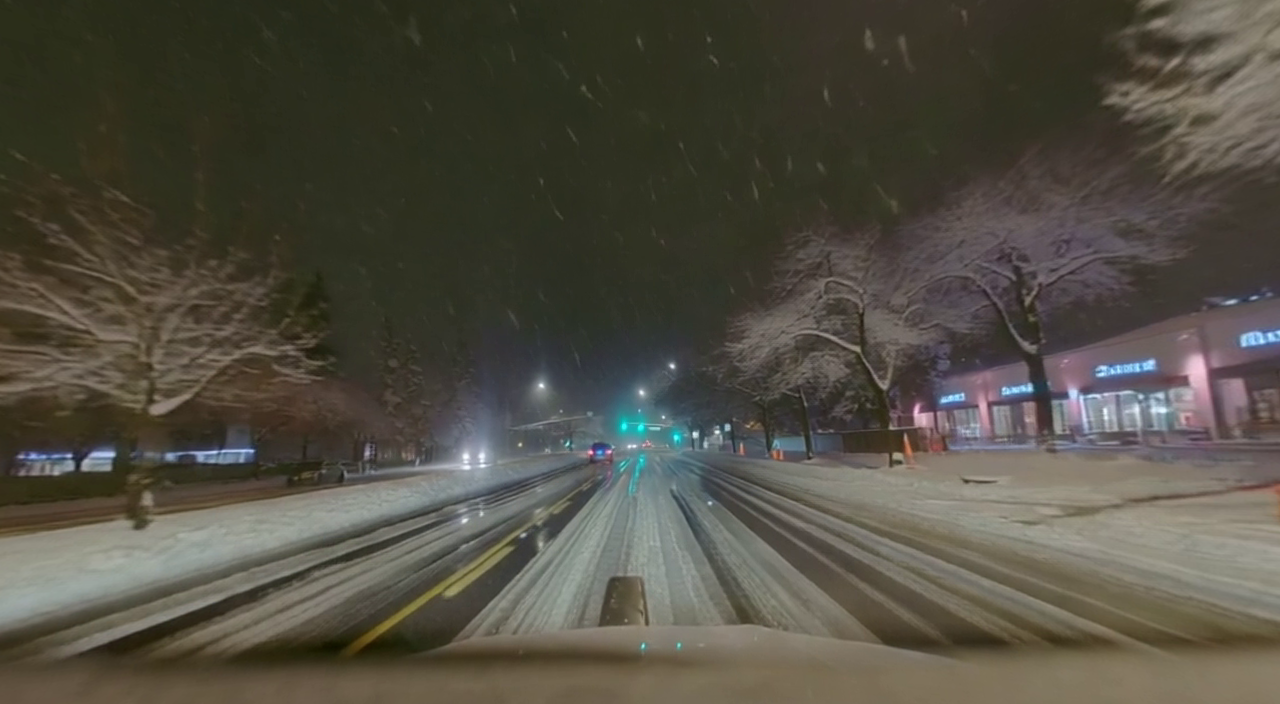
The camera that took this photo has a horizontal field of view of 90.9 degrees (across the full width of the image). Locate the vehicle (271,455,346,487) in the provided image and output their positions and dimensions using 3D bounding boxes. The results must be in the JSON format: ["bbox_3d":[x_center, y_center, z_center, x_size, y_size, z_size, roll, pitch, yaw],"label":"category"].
[{"bbox_3d":[-21.811,7.789,41.705,2.262,1.703,4.728,-5,-9,3],"label":"vehicle"}]

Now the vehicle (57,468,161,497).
[{"bbox_3d":[-33.303,8.183,39.631,4.764,1.448,1.876,-3,-8,-3],"label":"vehicle"}]

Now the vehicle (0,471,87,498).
[{"bbox_3d":[-43.373,9.598,45.728,4.731,1.606,1.838,-3,-9,0],"label":"vehicle"}]

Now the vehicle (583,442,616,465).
[{"bbox_3d":[-2.672,6.746,41.959,1.926,1.442,4.231,0,-8,0],"label":"vehicle"}]

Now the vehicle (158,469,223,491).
[{"bbox_3d":[-32.923,9.389,46.191,3.576,1.407,1.583,-1,-8,3],"label":"vehicle"}]
